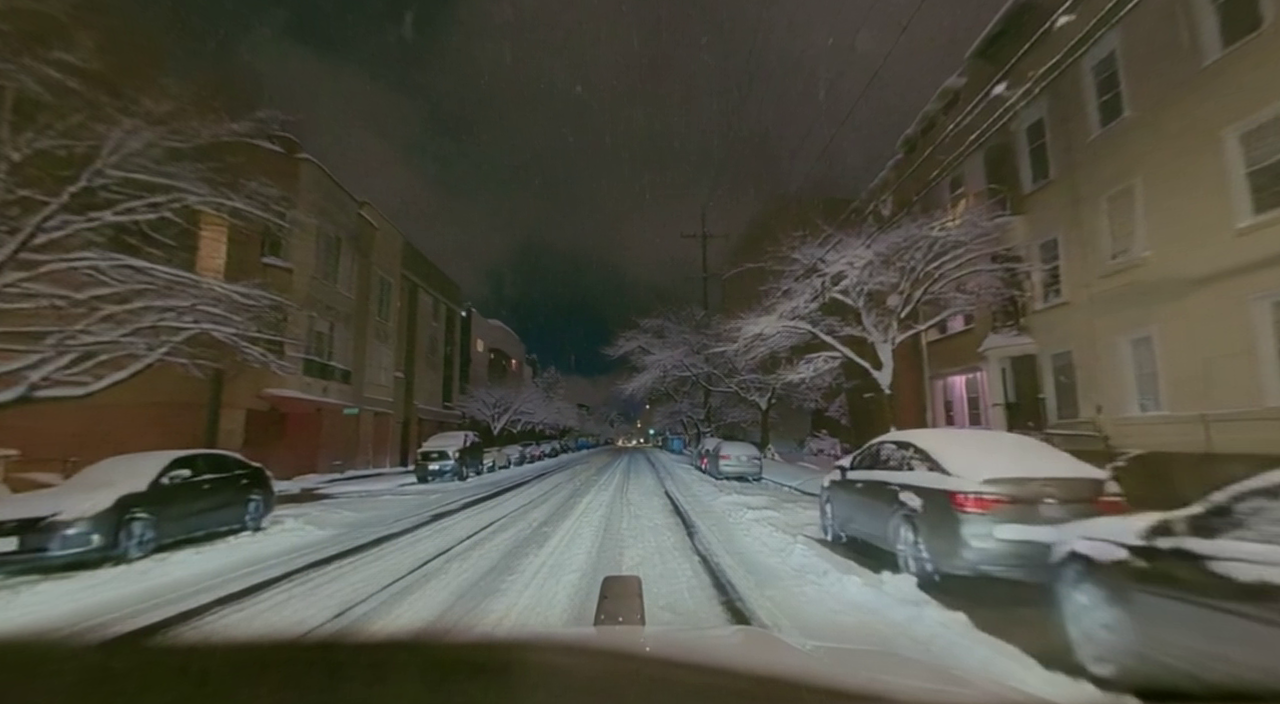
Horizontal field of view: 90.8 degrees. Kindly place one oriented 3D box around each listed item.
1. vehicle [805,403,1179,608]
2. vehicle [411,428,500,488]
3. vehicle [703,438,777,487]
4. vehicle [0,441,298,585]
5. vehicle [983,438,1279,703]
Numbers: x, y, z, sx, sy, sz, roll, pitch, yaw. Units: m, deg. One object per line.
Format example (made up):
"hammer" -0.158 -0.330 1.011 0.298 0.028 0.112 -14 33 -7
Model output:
"vehicle" 3.565 1.700 7.696 1.986 1.665 4.606 1 -10 1
"vehicle" -7.886 4.539 27.722 2.351 2.251 5.856 -2 -7 -2
"vehicle" 3.537 3.993 23.193 1.925 1.634 4.419 0 -8 -1
"vehicle" -7.548 2.196 9.553 2.145 1.488 4.646 -3 -7 1
"vehicle" 3.614 1.038 2.348 1.986 1.427 4.536 0 -8 -2
